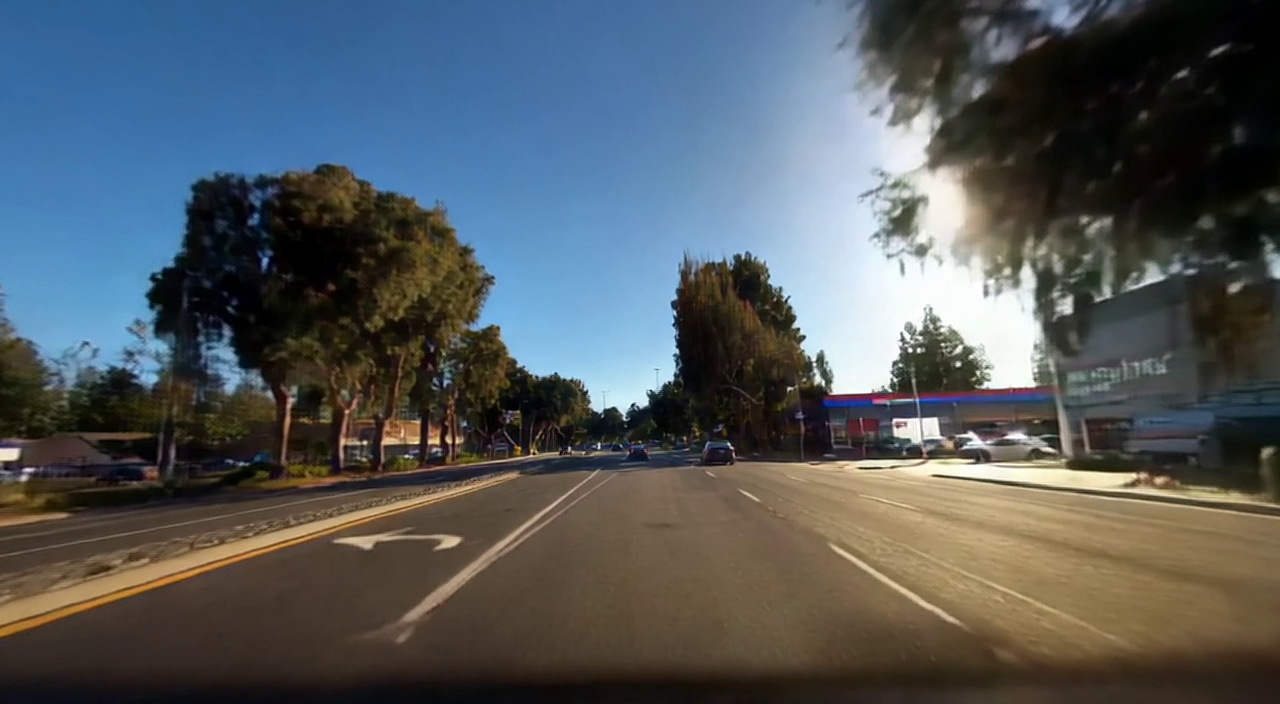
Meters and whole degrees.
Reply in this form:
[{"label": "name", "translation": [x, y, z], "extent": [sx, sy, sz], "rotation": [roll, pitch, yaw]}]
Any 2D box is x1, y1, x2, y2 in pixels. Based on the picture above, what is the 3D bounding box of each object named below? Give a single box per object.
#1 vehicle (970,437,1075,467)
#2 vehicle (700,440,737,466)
[{"label": "vehicle", "translation": [23.166, 6.095, 38.486], "extent": [2.086, 1.730, 4.913], "rotation": [6, -11, -34]}, {"label": "vehicle", "translation": [5.243, 6.785, 42.645], "extent": [1.957, 1.643, 4.226], "rotation": [0, -9, 0]}]
